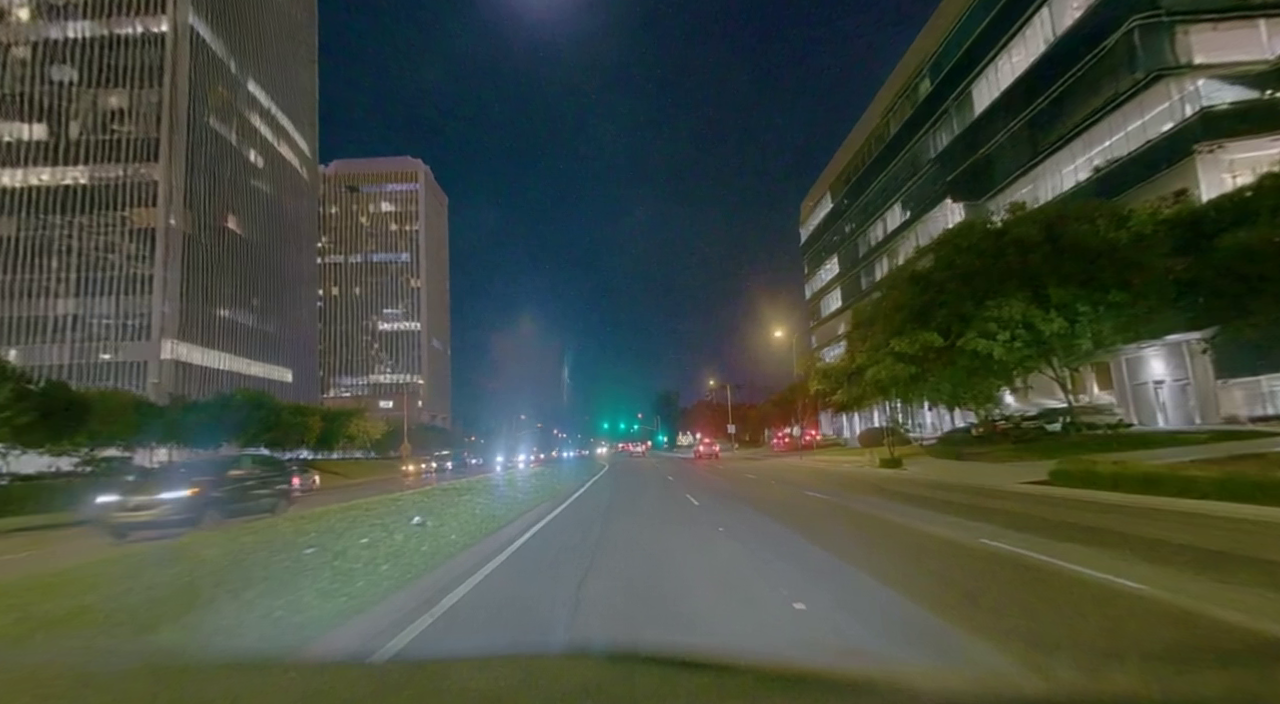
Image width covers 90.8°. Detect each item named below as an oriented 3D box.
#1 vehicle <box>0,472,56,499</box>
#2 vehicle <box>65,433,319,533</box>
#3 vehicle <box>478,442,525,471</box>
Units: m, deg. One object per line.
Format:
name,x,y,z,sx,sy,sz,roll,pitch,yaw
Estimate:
vehicle,-48.511,10.293,48.871,1.899,1.841,4.900,0,-8,0
vehicle,-8.975,2.632,13.334,1.995,1.706,4.572,0,-9,0
vehicle,-9.126,6.945,42.079,2.002,1.780,4.687,0,-9,1
